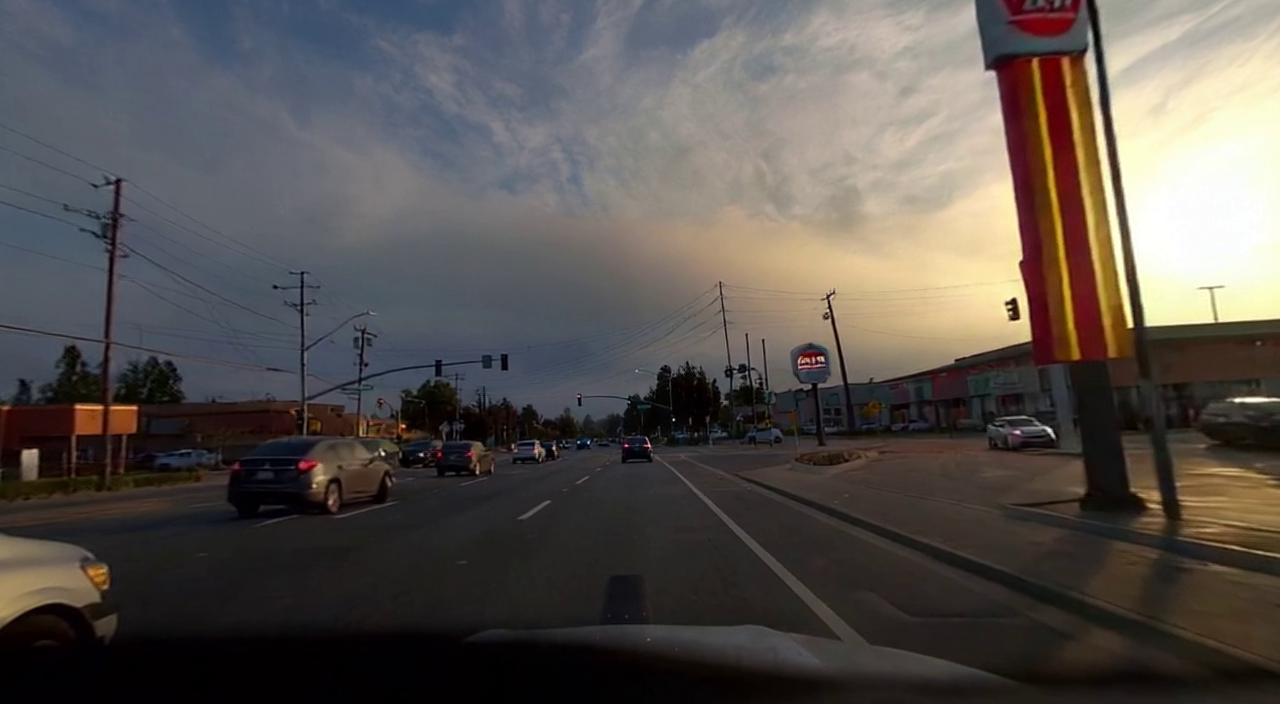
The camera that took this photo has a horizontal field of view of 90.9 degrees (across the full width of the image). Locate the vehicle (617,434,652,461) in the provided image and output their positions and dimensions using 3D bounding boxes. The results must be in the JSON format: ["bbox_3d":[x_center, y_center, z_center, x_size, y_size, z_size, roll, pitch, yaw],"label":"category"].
[{"bbox_3d":[-0.311,6.376,42.181,2.211,1.717,4.379,0,-8,1],"label":"vehicle"}]

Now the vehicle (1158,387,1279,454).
[{"bbox_3d":[23.566,2.674,24.438,2.314,2.302,5.730,-4,-8,5],"label":"vehicle"}]

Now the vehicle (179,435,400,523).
[{"bbox_3d":[-6.778,2.465,12.888,1.960,1.468,4.345,0,-8,1],"label":"vehicle"}]

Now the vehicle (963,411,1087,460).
[{"bbox_3d":[15.851,3.503,26.343,2.116,1.849,4.806,0,-8,0],"label":"vehicle"}]

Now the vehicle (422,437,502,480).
[{"bbox_3d":[-6.778,4.092,24.537,1.804,1.513,4.191,0,-8,1],"label":"vehicle"}]

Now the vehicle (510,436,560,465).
[{"bbox_3d":[-6.323,6.001,38.537,2.130,1.636,4.427,0,-8,2],"label":"vehicle"}]
